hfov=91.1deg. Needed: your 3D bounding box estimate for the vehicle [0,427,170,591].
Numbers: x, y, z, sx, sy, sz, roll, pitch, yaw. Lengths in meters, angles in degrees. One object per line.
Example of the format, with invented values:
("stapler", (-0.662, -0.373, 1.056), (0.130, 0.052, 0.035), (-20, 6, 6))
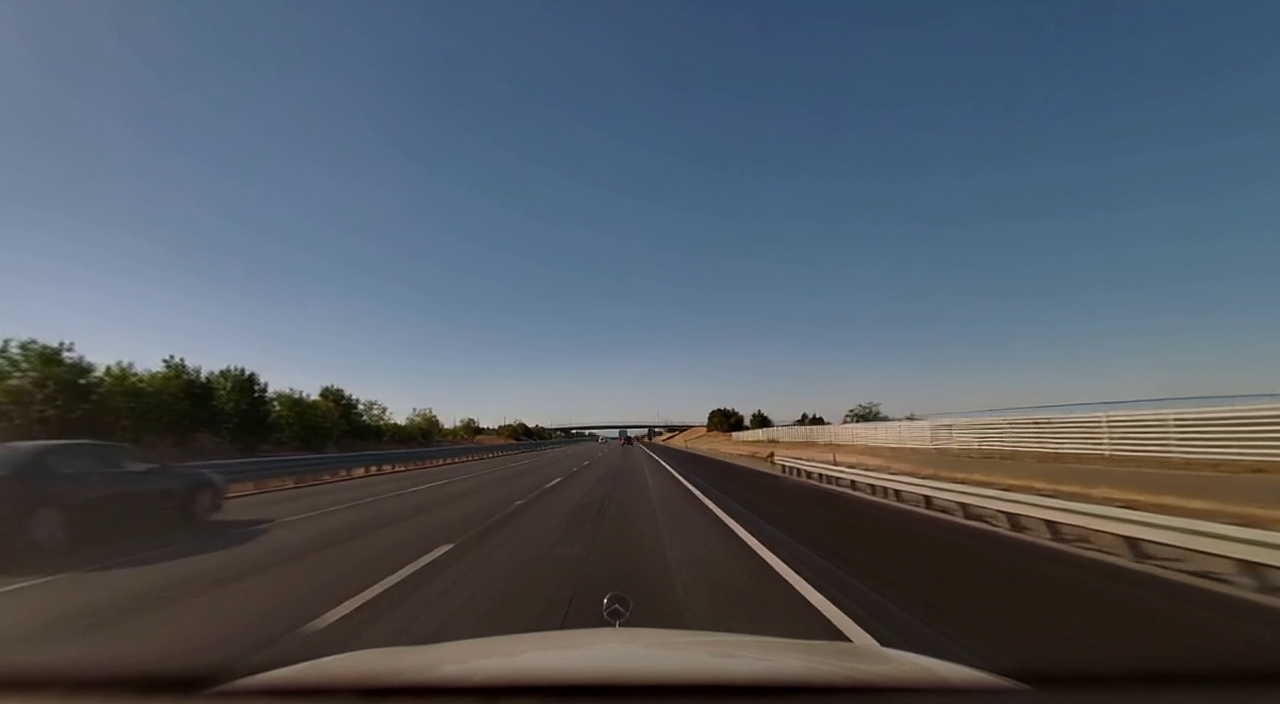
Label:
("vehicle", (-6.815, 1.407, 5.556), (1.989, 1.473, 4.345), (0, -8, -1))
